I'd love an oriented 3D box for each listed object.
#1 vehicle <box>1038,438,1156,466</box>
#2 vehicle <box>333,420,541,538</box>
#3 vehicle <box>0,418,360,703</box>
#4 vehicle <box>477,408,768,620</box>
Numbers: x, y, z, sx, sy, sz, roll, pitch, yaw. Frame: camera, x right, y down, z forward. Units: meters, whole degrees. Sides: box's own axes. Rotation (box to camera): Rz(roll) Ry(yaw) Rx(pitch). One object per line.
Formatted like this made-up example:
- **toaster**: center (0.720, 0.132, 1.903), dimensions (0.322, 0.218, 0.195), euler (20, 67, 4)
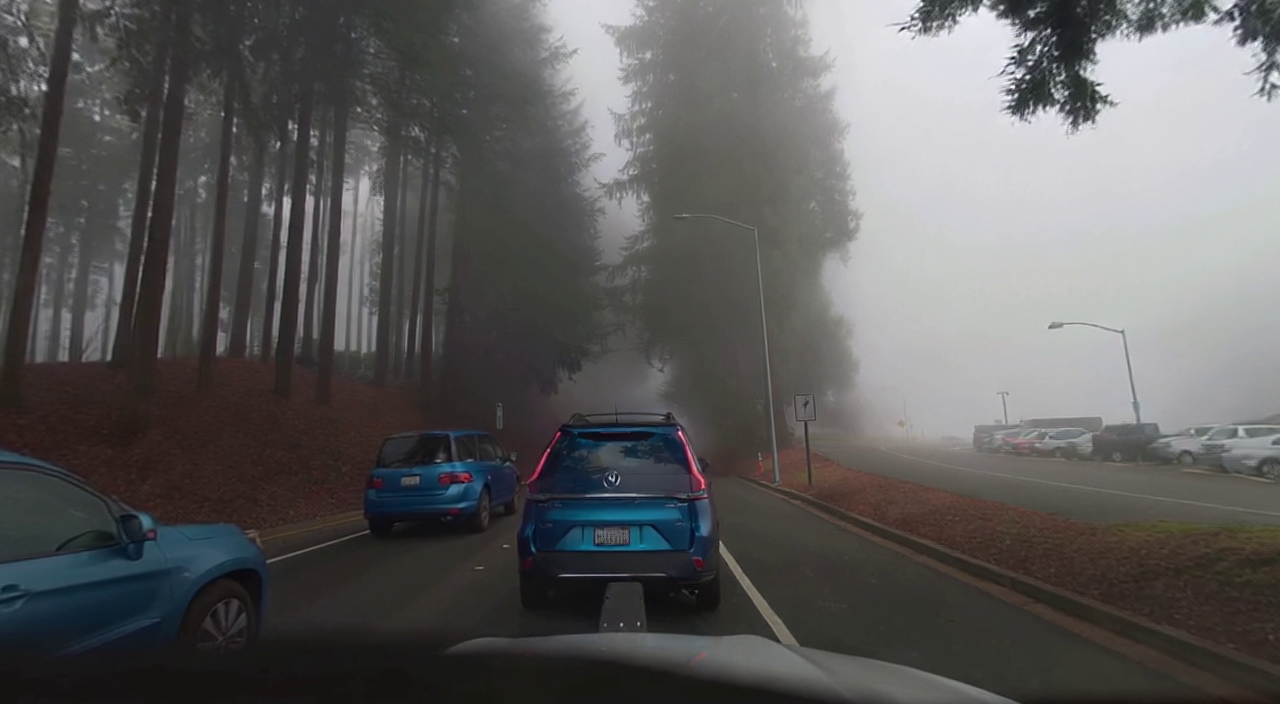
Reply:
- **vehicle**: center (28.466, 6.214, 39.451), dimensions (5.955, 1.702, 2.166), euler (1, -8, -6)
- **vehicle**: center (-3.422, 2.247, 11.838), dimensions (2.188, 1.745, 4.618), euler (0, -8, 2)
- **vehicle**: center (-3.697, 1.171, 3.734), dimensions (1.922, 1.464, 4.424), euler (0, -8, 2)
- **vehicle**: center (-0.041, 1.527, 6.865), dimensions (2.229, 1.591, 3.897), euler (-1, -8, 3)
